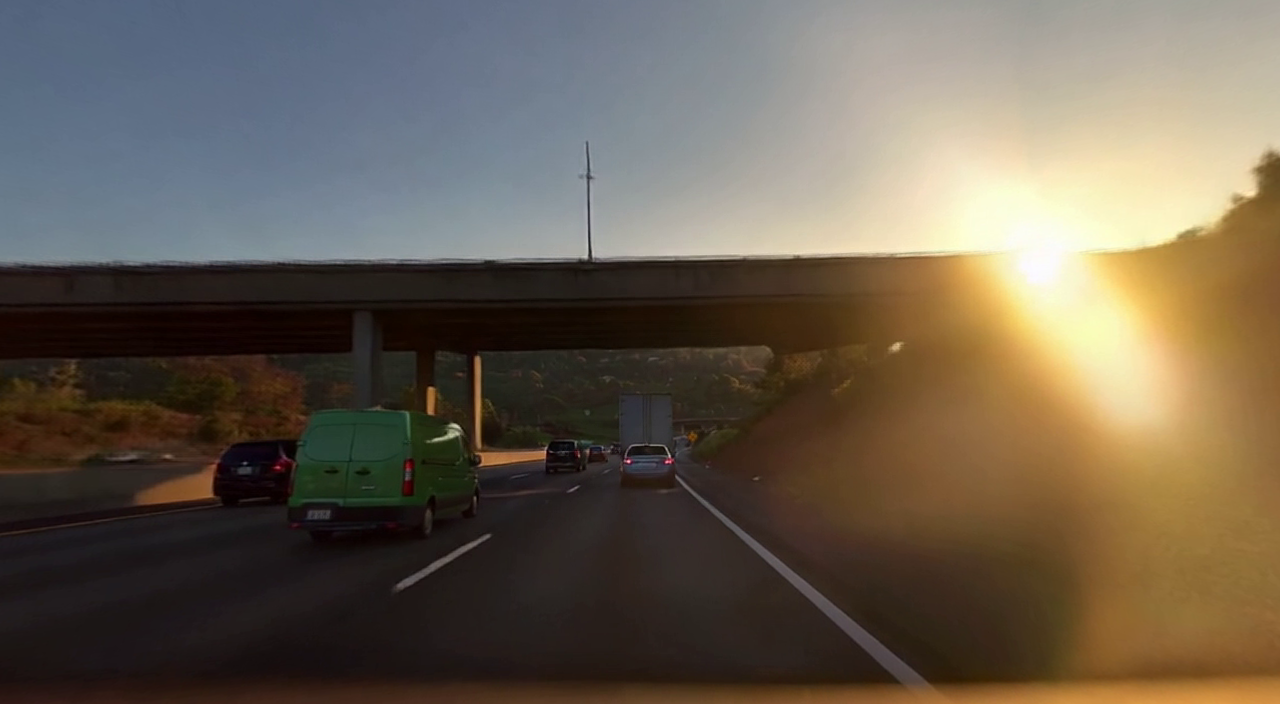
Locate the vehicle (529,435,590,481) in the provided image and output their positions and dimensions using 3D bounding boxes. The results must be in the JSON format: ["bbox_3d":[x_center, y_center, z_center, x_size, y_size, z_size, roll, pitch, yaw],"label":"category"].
[{"bbox_3d":[-3.419,4.616,27.630,2.068,1.862,4.234,0,-9,1],"label":"vehicle"}]

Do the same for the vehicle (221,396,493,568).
[{"bbox_3d":[-3.587,1.738,8.985,1.951,1.882,3.979,0,-9,1],"label":"vehicle"}]

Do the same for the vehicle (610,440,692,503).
[{"bbox_3d":[0.252,3.183,17.109,1.991,1.507,3.391,0,-9,-1],"label":"vehicle"}]
